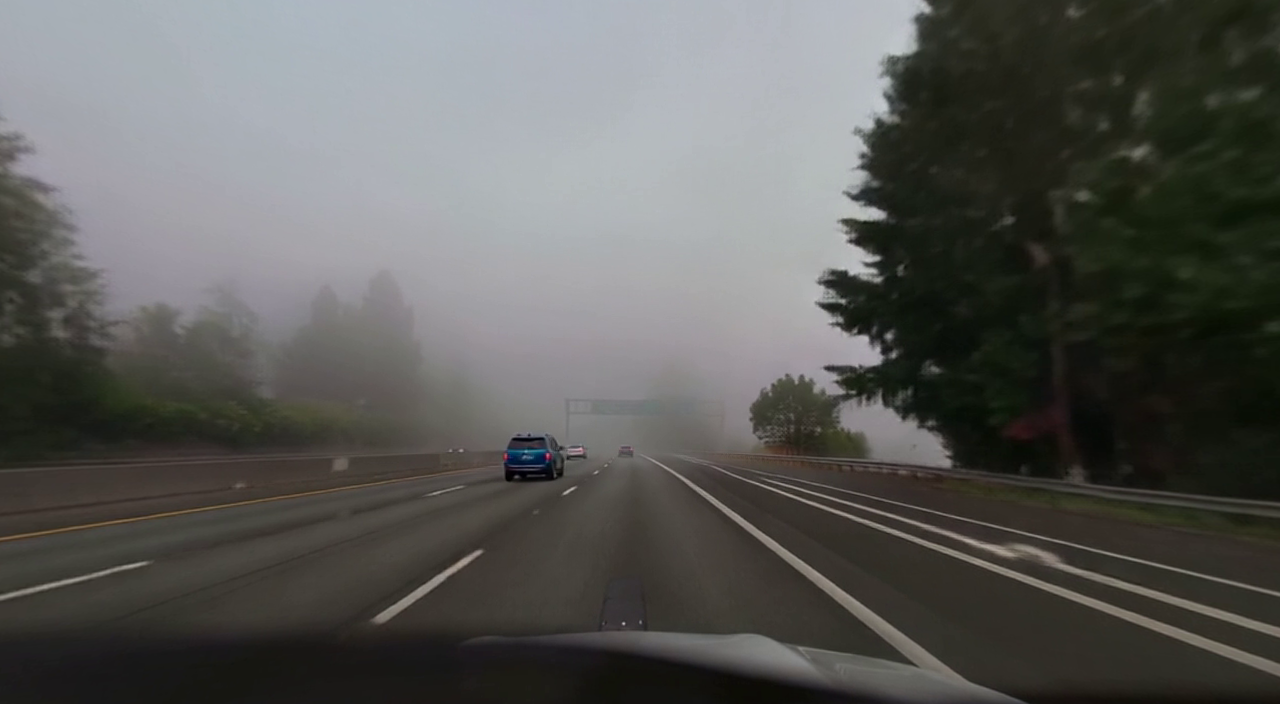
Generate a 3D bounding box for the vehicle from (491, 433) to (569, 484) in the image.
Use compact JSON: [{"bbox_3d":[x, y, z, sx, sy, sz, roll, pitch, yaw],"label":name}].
[{"bbox_3d":[-4.029,3.974,23.888,2.162,1.724,4.537,0,-8,0],"label":"vehicle"}]
